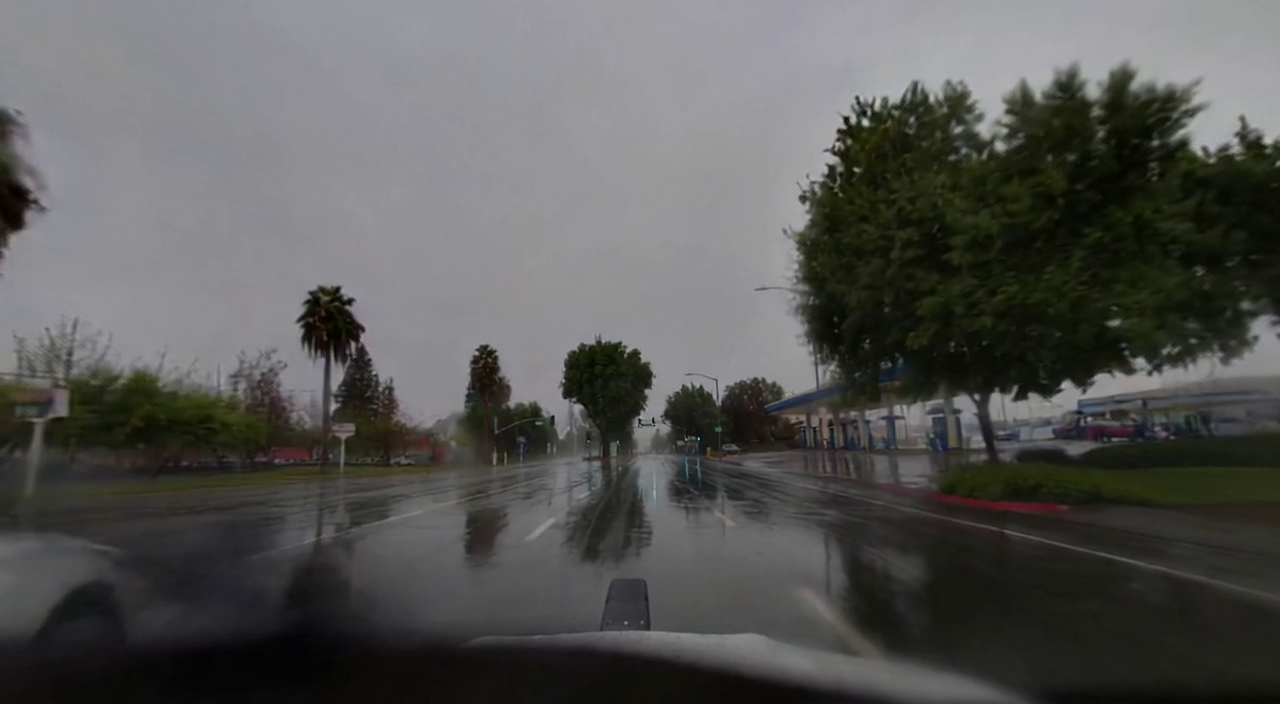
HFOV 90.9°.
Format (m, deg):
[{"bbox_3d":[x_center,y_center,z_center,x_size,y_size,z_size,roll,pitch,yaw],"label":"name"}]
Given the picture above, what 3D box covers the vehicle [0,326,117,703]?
[{"bbox_3d":[-3.345,0.524,0.466,2.011,1.756,4.478,-1,-9,0],"label":"vehicle"}]
